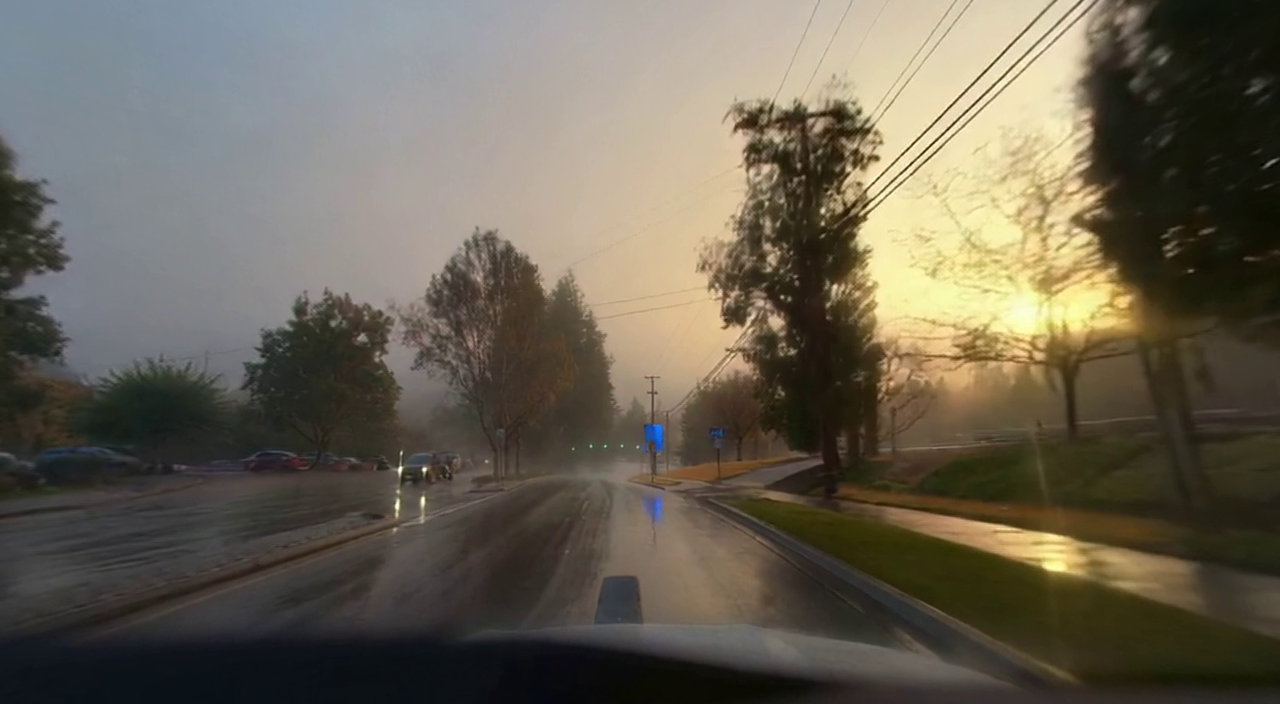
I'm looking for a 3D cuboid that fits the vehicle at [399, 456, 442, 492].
[{"bbox_3d":[-12.013,6.555,34.218,1.861,1.736,4.241,2,-9,-24],"label":"vehicle"}]
